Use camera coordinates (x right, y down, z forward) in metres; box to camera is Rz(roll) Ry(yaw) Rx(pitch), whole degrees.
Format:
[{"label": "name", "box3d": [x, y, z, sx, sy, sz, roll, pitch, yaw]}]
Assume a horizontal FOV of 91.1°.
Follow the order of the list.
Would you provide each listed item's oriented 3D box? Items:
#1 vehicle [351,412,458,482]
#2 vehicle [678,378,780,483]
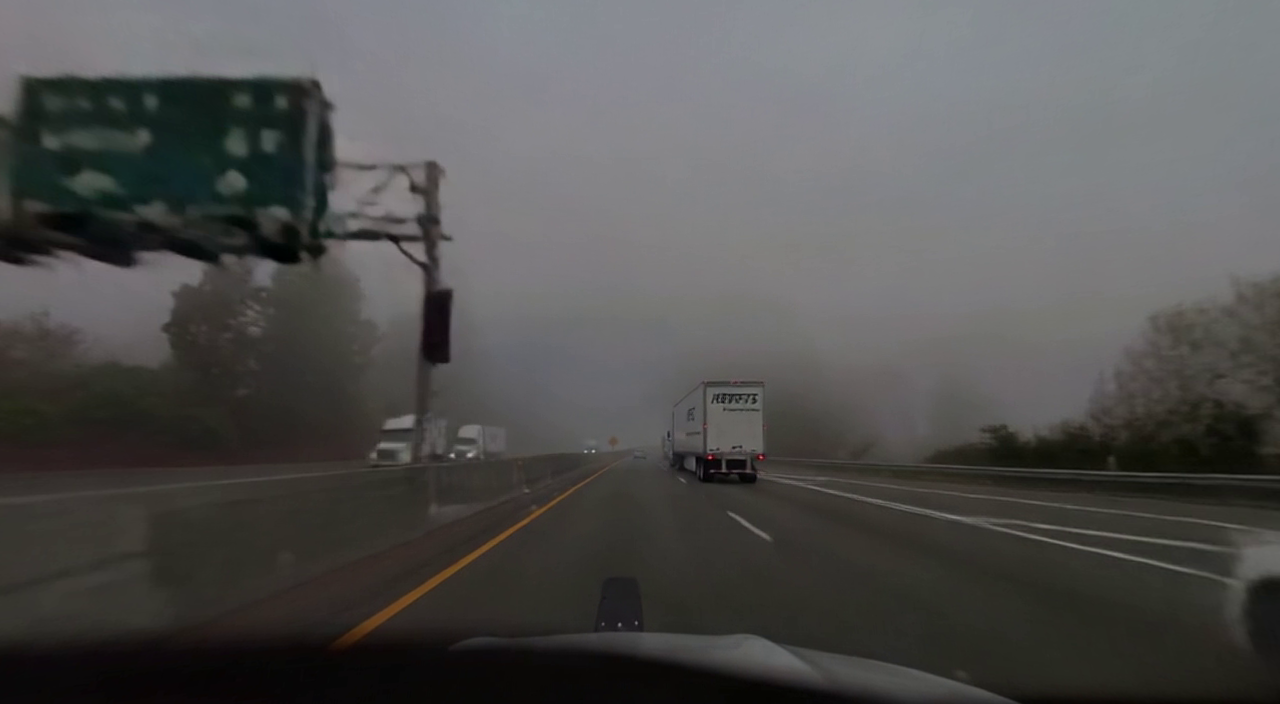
[{"label": "vehicle", "box3d": [-12.811, 5.316, 35.120, 2.901, 3.451, 7.721, 0, -9, 0]}, {"label": "vehicle", "box3d": [3.856, 4.150, 31.549, 2.926, 4.060, 14.068, 0, -9, -1]}]
